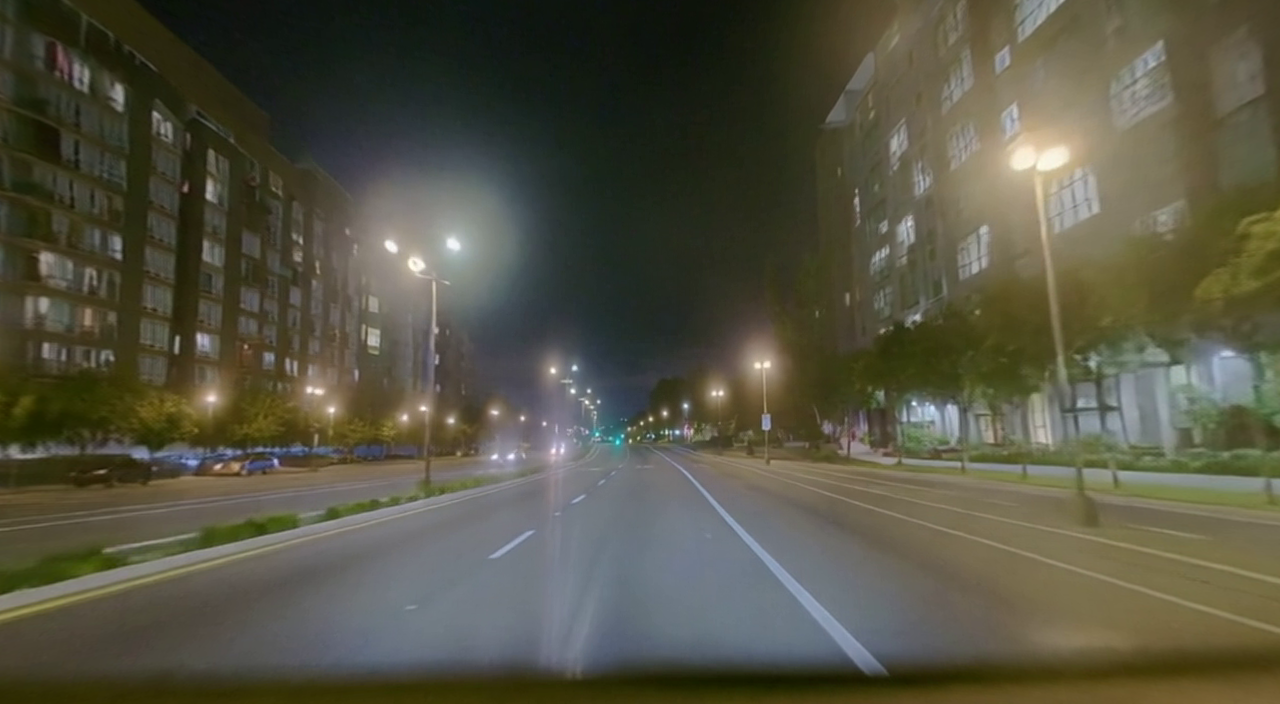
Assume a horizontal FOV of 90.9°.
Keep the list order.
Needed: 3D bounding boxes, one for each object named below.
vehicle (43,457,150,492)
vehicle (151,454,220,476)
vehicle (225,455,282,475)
[{"bbox_3d":[-28.925,6.498,33.735,1.828,1.680,4.219,0,-8,2],"label":"vehicle"},{"bbox_3d":[-34.228,8.506,47.556,3.844,1.533,1.734,4,-9,-25],"label":"vehicle"},{"bbox_3d":[-28.655,8.392,46.859,1.629,1.411,3.897,-1,-9,2],"label":"vehicle"}]
